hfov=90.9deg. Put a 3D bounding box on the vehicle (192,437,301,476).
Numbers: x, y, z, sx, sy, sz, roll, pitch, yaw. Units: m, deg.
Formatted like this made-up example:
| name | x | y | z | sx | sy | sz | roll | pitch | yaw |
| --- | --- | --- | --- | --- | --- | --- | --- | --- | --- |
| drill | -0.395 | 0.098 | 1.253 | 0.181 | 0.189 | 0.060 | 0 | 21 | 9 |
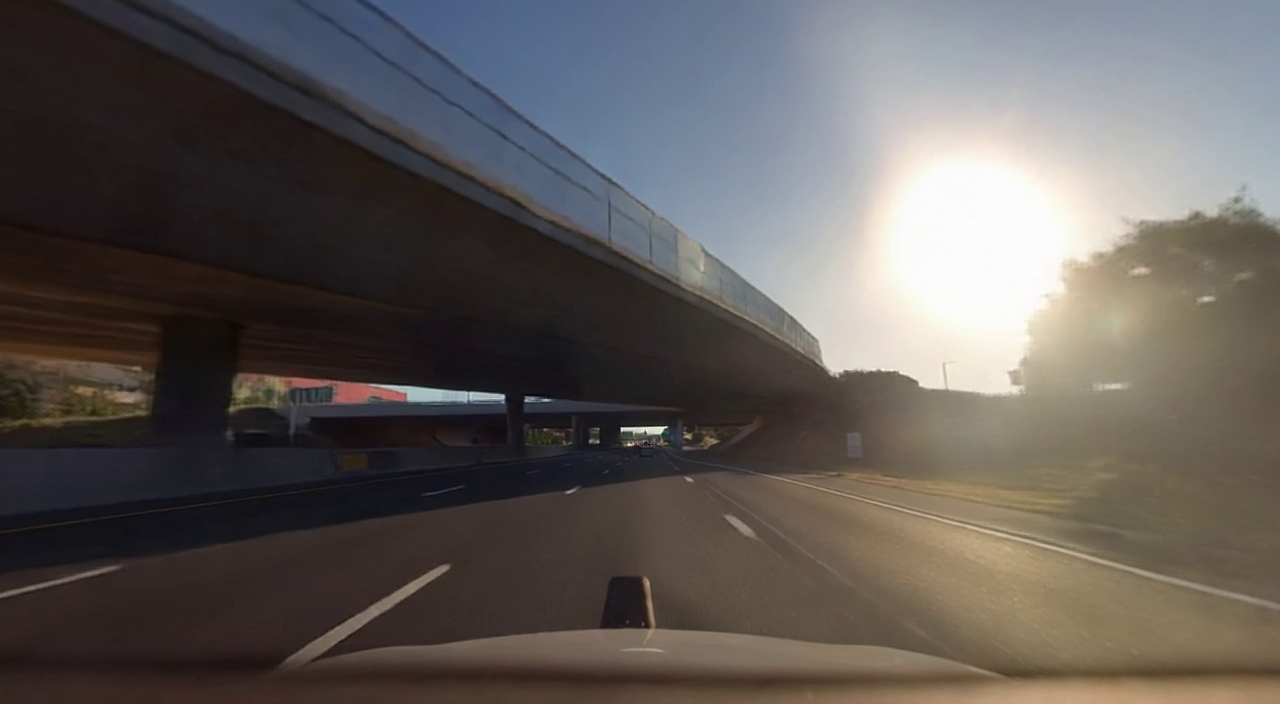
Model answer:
| name | x | y | z | sx | sy | sz | roll | pitch | yaw |
| --- | --- | --- | --- | --- | --- | --- | --- | --- | --- |
| vehicle | -20.710 | 5.508 | 33.541 | 2.149 | 1.914 | 5.502 | 0 | -8 | 1 |
